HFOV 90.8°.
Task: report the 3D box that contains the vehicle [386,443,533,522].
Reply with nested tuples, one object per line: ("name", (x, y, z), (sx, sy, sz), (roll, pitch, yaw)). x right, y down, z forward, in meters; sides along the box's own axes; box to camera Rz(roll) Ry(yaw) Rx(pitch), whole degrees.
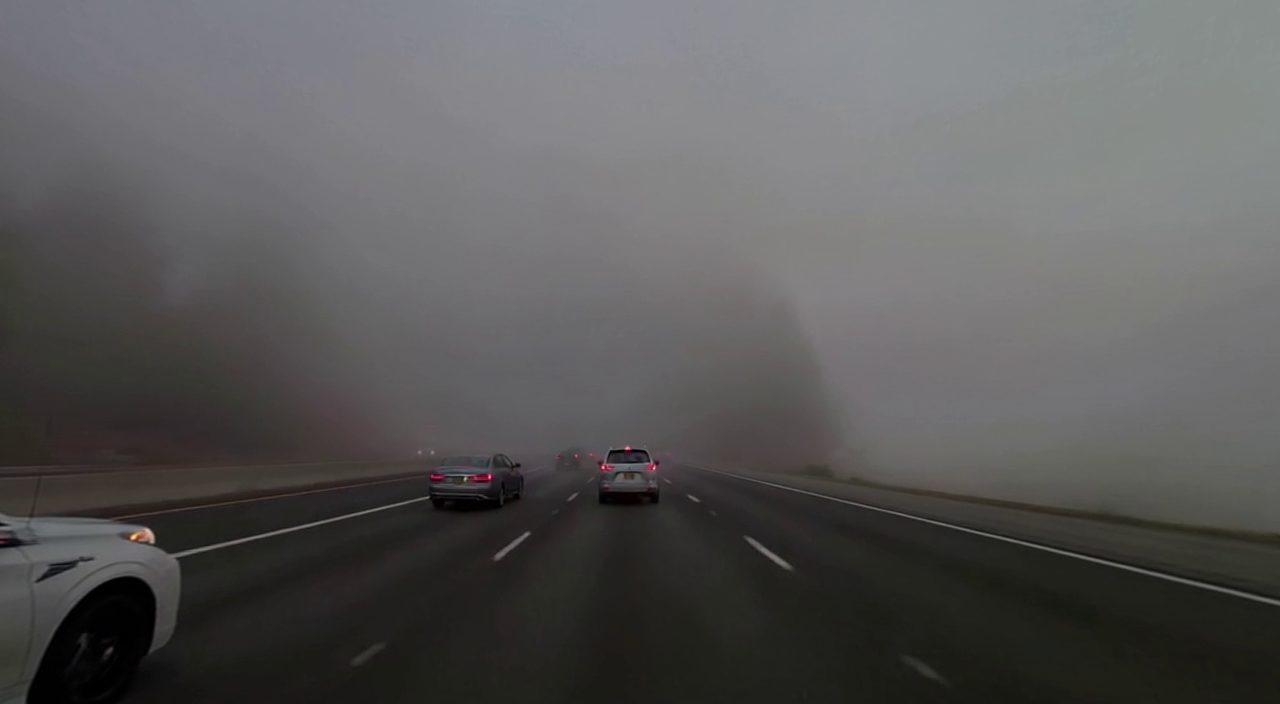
("vehicle", (-3.849, 2.856, 14.369), (1.988, 1.501, 4.438), (0, -9, 0))

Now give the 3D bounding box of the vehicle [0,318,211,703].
("vehicle", (-3.953, 0.612, 1.540), (2.243, 1.889, 4.949), (0, -9, 1))

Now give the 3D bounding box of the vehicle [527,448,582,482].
("vehicle", (-4.036, 5.394, 30.408), (1.999, 1.484, 4.269), (0, -9, 1))

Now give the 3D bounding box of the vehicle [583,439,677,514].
("vehicle", (-0.219, 2.923, 15.164), (1.996, 1.574, 3.426), (0, -9, 0))
